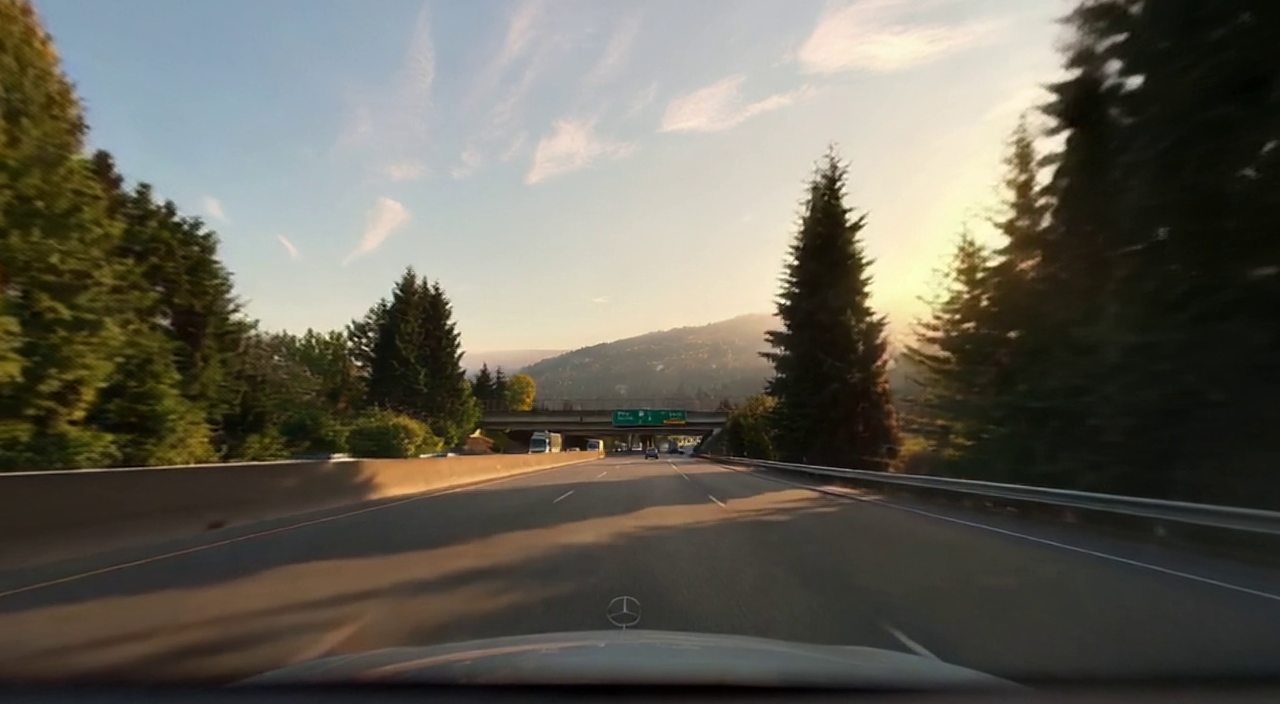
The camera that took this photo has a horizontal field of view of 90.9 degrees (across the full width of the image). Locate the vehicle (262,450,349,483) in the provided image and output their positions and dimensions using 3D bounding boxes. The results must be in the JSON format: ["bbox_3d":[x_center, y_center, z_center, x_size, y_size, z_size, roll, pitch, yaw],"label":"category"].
[{"bbox_3d":[-16.544,5.658,31.483,1.797,1.497,4.652,0,-9,0],"label":"vehicle"}]
